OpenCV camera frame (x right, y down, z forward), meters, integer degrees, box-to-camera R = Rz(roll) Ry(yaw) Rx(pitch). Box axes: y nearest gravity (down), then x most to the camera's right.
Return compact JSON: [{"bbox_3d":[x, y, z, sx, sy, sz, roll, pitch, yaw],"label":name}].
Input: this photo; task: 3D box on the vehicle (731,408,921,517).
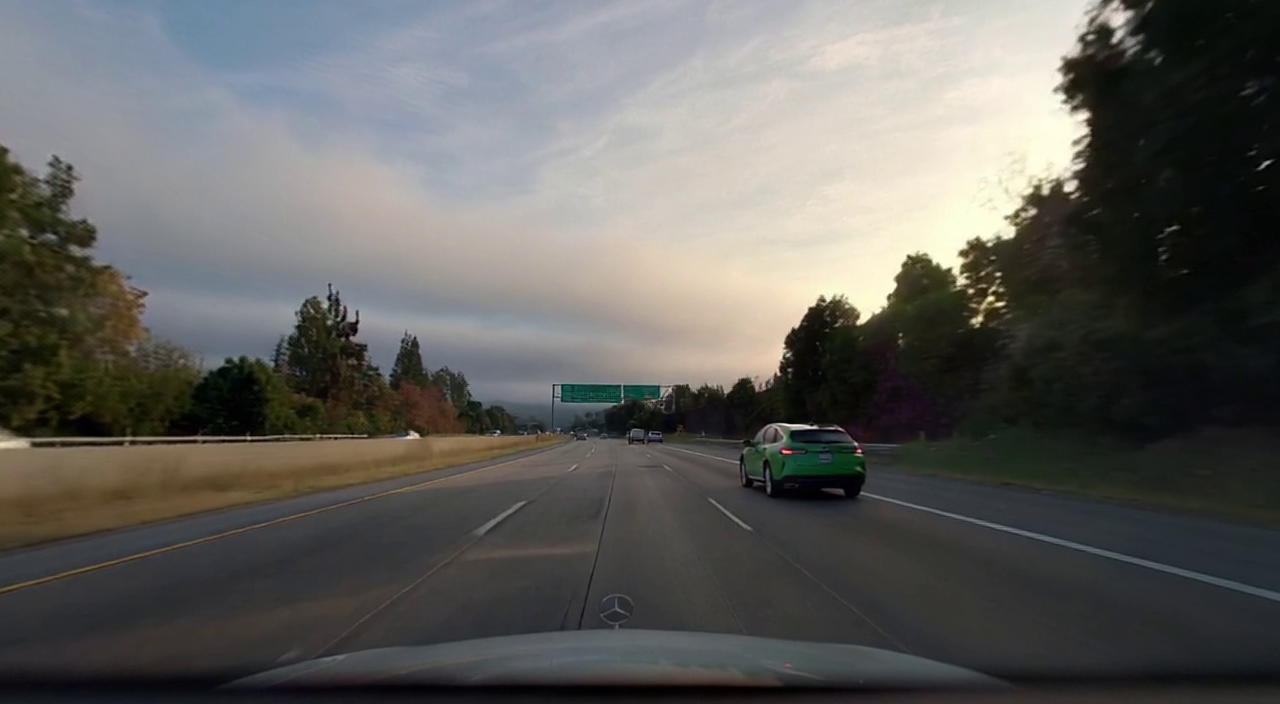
[{"bbox_3d":[3.153,1.992,11.799,2.107,1.642,4.331,0,-8,-2],"label":"vehicle"}]
